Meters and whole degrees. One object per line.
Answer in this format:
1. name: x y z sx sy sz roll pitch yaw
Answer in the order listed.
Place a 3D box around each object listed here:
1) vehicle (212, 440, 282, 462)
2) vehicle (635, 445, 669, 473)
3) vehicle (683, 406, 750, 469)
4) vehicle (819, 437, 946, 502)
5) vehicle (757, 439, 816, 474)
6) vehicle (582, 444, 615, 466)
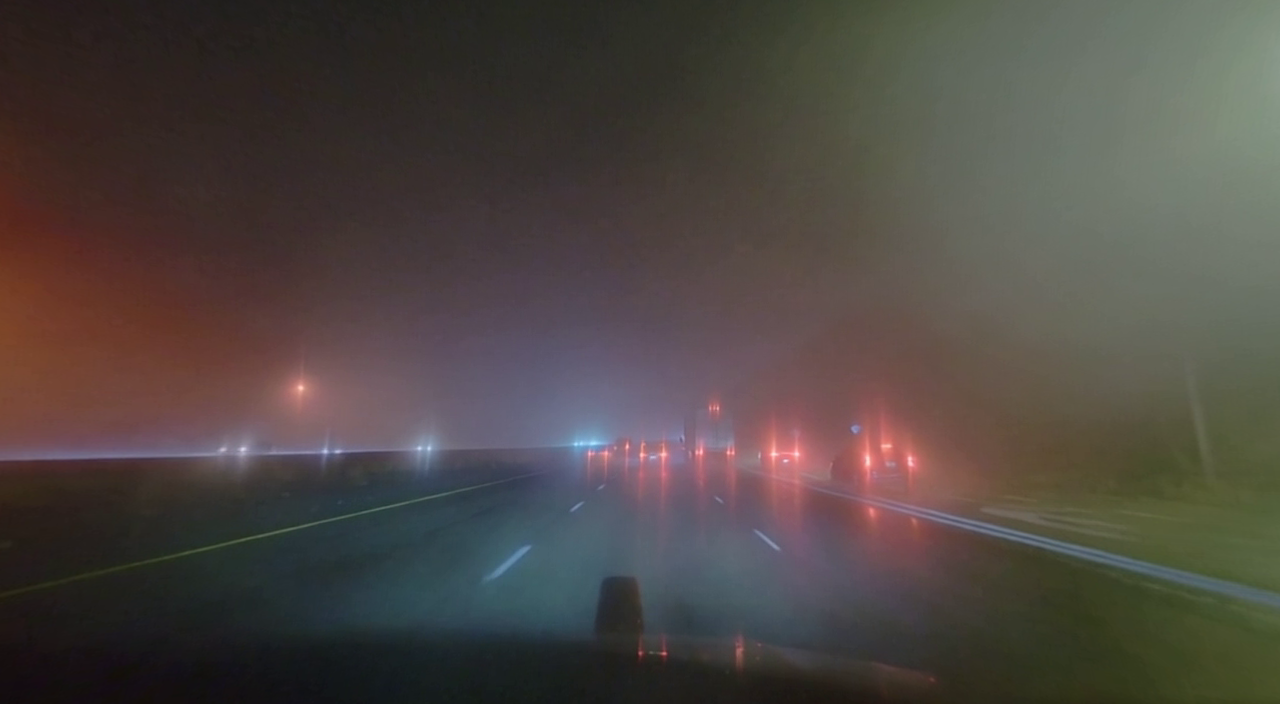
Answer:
1. vehicle: -30.081 7.601 48.381 1.929 1.595 5.154 0 -9 2
2. vehicle: 0.683 6.067 35.814 1.866 1.492 3.932 0 -9 1
3. vehicle: 4.781 5.744 41.809 3.130 3.607 11.129 0 -9 0
4. vehicle: 7.013 3.419 18.817 2.044 1.676 4.421 0 -9 1
5. vehicle: 8.058 5.791 35.119 2.143 1.775 4.729 0 -9 0
6. vehicle: -3.064 7.696 47.211 2.132 1.506 4.256 0 -9 0
